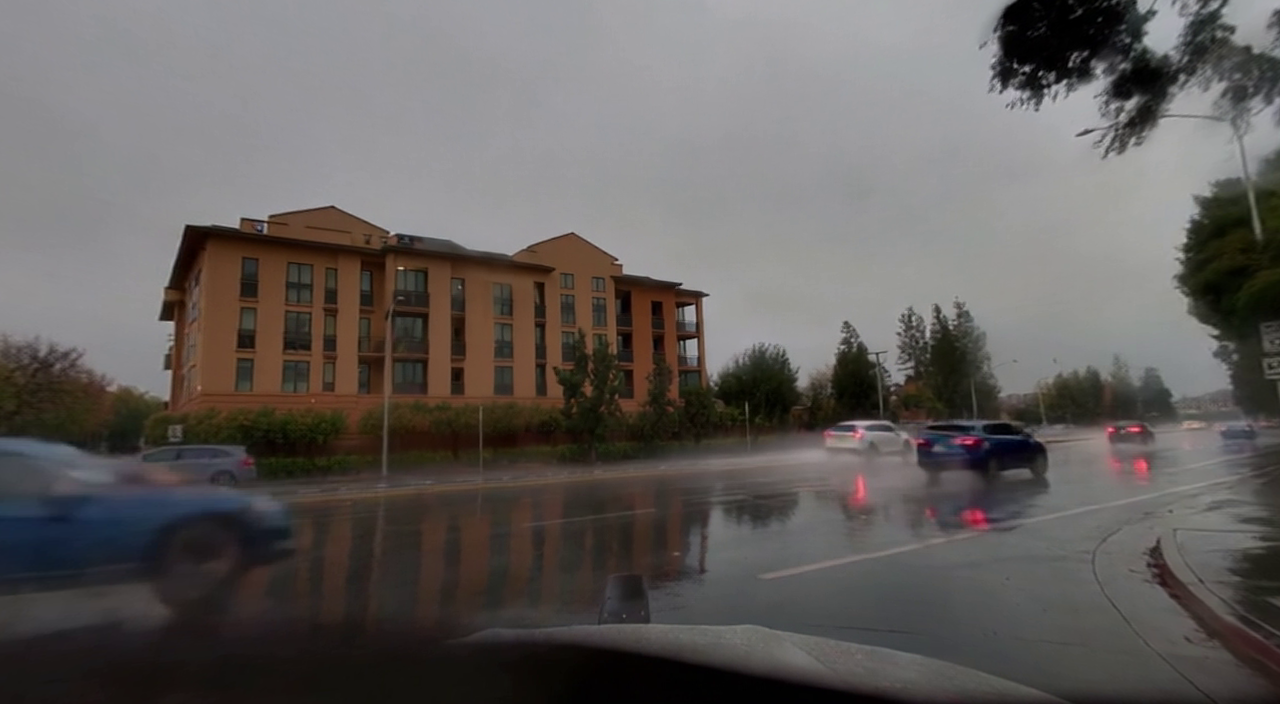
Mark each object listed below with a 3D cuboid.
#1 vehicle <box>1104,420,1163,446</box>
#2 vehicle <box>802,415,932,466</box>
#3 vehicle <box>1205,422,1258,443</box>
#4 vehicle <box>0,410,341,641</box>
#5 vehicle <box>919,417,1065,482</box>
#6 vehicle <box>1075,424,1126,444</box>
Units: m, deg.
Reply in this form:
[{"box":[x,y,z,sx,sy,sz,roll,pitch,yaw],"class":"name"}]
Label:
[{"box":[33.486,5.543,42.705,4.683,1.678,1.981,7,-11,-38],"class":"vehicle"},{"box":[9.670,3.754,26.646,5.994,1.898,2.264,7,-11,-38],"class":"vehicle"},{"box":[41.739,5.702,44.446,4.521,1.433,1.943,7,-11,-39],"class":"vehicle"},{"box":[-5.472,1.375,5.385,4.783,1.652,2.199,7,-11,-40],"class":"vehicle"},{"box":[10.156,2.782,18.068,4.438,1.625,2.033,7,-11,-39],"class":"vehicle"},{"box":[35.560,6.353,48.600,4.691,1.478,1.908,7,-11,-39],"class":"vehicle"}]
